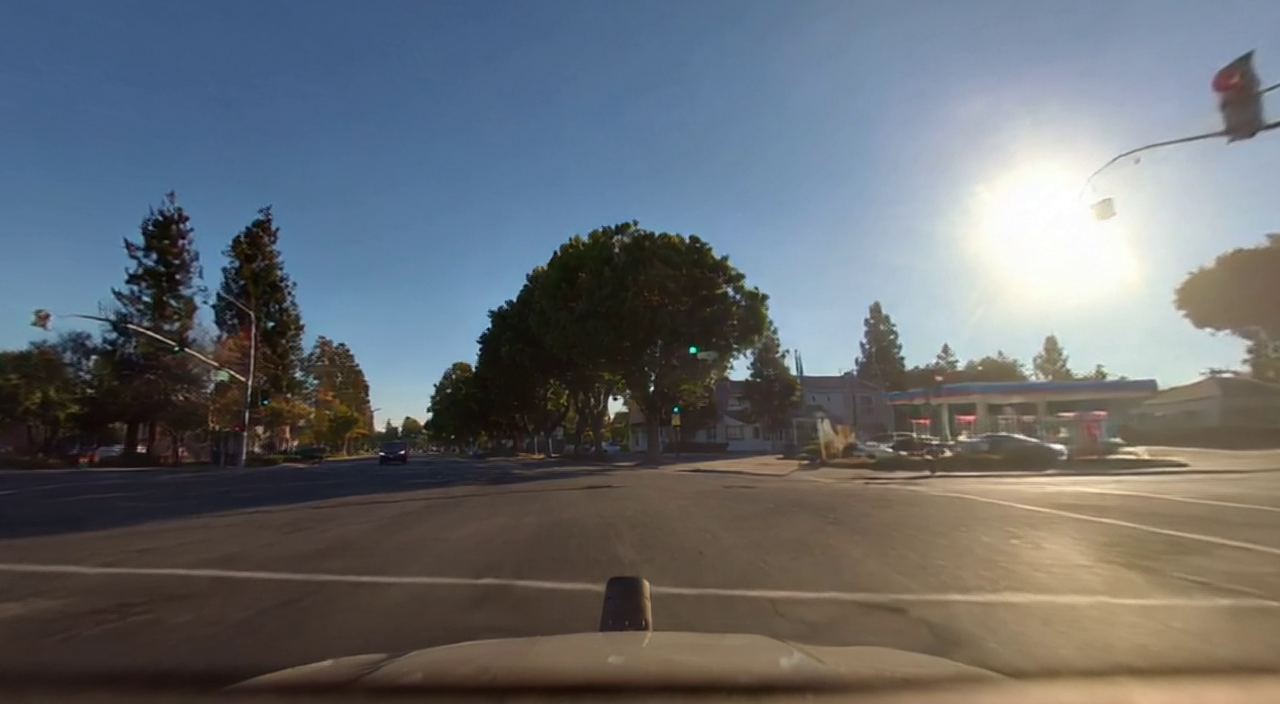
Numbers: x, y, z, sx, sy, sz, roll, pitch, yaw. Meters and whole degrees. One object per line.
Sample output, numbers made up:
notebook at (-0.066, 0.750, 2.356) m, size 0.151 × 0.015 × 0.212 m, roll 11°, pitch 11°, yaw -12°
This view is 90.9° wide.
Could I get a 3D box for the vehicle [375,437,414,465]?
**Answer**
vehicle at (-15.419, 6.212, 39.808) m, size 2.048 × 1.670 × 4.450 m, roll 3°, pitch -8°, yaw -19°
